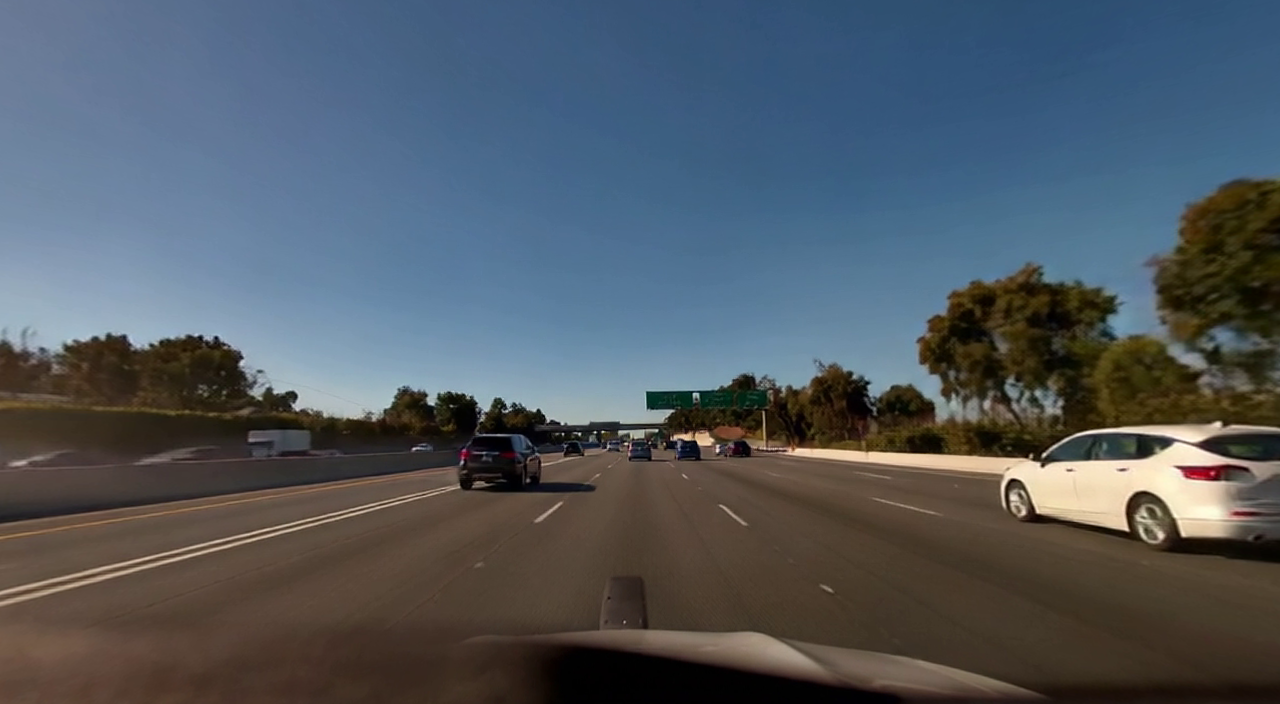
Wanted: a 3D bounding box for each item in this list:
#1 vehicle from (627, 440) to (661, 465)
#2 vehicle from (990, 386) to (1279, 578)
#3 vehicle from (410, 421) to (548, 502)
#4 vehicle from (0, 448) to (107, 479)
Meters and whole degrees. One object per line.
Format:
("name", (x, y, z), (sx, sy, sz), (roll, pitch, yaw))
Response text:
("vehicle", (0.222, 6.239, 39.180), (2.050, 1.452, 3.917), (0, -8, 0))
("vehicle", (6.988, 1.532, 8.101), (2.123, 1.756, 4.959), (0, -8, 0))
("vehicle", (-3.850, 2.743, 16.173), (2.118, 1.750, 4.875), (0, -8, 2))
("vehicle", (-34.816, 6.511, 37.126), (2.002, 1.666, 5.388), (0, -8, 1))
